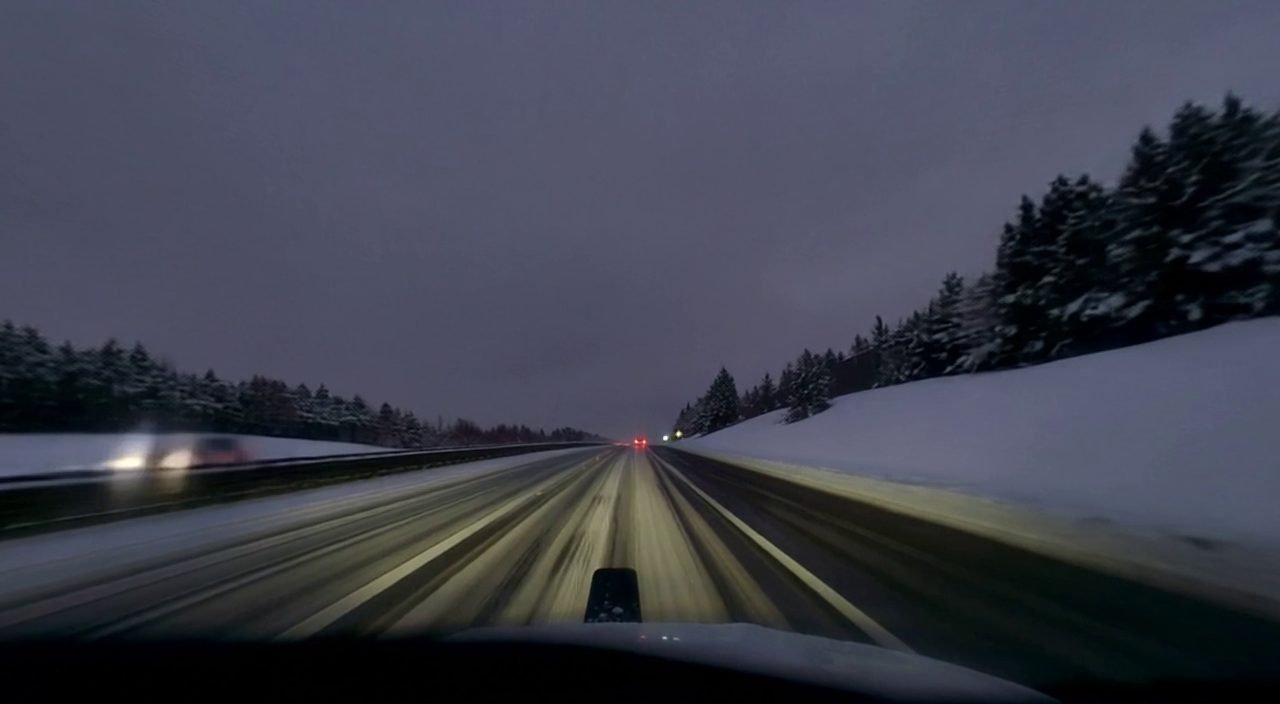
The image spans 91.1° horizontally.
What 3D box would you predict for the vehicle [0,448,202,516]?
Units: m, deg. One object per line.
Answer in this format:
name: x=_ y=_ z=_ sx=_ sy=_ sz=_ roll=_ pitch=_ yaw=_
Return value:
vehicle: x=-14.183 y=3.340 z=16.768 sx=1.854 sy=1.495 sz=4.452 roll=0 pitch=-8 yaw=-2
